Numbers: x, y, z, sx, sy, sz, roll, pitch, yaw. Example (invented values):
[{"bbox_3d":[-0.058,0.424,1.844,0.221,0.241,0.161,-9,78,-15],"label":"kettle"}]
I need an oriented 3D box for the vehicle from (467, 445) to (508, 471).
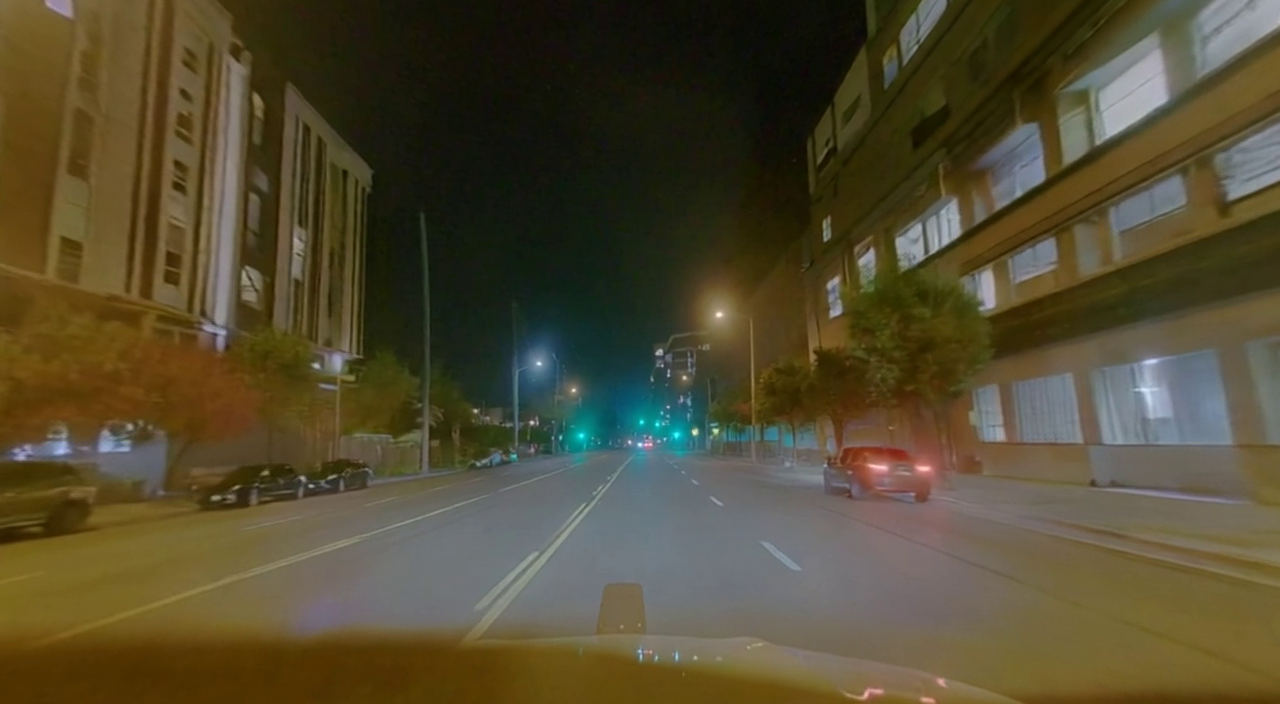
[{"bbox_3d":[-11.874,8.253,49.109,1.939,1.783,4.763,-4,-8,1],"label":"vehicle"}]

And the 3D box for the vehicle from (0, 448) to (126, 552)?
[{"bbox_3d":[-11.963,2.656,11.115,1.979,1.759,4.435,-4,-8,0],"label":"vehicle"}]

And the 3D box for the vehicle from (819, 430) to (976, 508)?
[{"bbox_3d":[6.669,3.078,17.133,2.078,1.766,5.474,-1,-8,2],"label":"vehicle"}]

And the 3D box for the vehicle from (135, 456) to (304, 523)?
[{"bbox_3d":[-11.867,3.867,18.191,1.876,1.502,4.506,-3,-9,-1],"label":"vehicle"}]

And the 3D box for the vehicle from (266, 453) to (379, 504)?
[{"bbox_3d":[-11.935,4.734,23.995,1.902,1.525,4.821,-4,-8,-1],"label":"vehicle"}]
